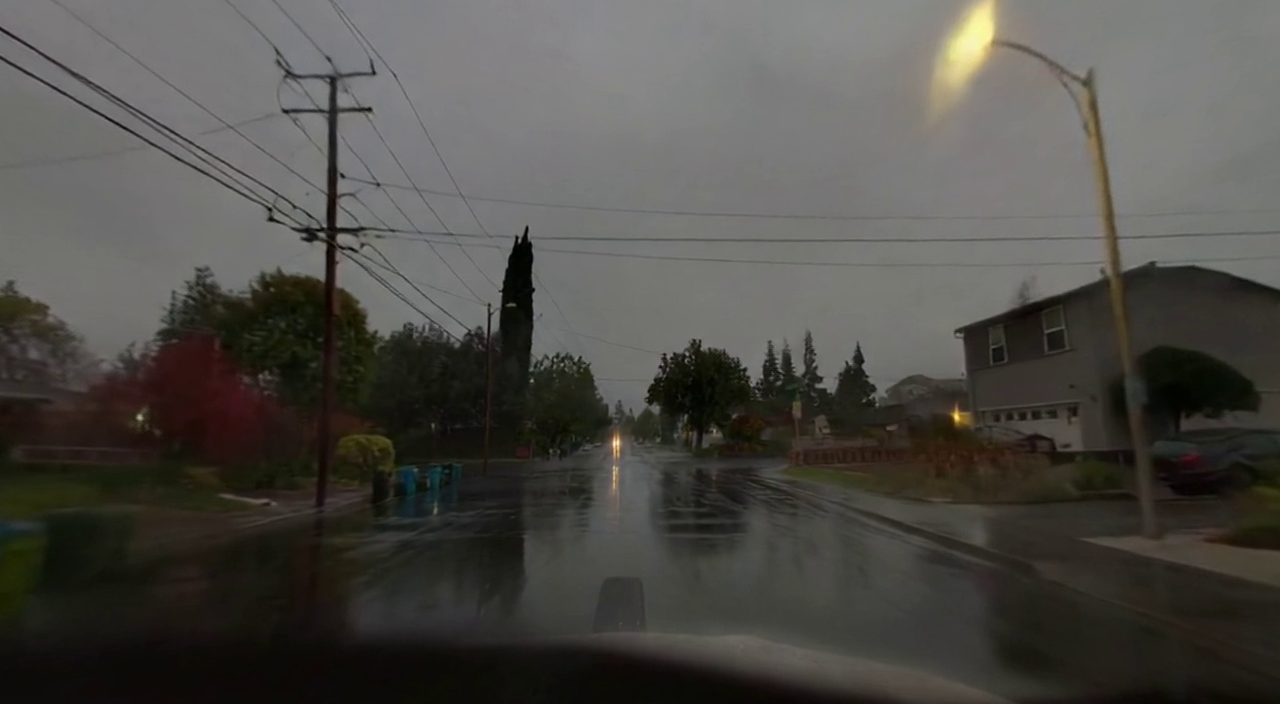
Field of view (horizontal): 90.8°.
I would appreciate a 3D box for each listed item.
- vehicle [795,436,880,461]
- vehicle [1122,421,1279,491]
[{"bbox_3d":[11.912,5.824,38.240,4.452,1.482,2.017,2,-8,-12],"label":"vehicle"},{"bbox_3d":[14.515,2.403,14.752,4.737,1.493,2.001,-1,-8,3],"label":"vehicle"}]
